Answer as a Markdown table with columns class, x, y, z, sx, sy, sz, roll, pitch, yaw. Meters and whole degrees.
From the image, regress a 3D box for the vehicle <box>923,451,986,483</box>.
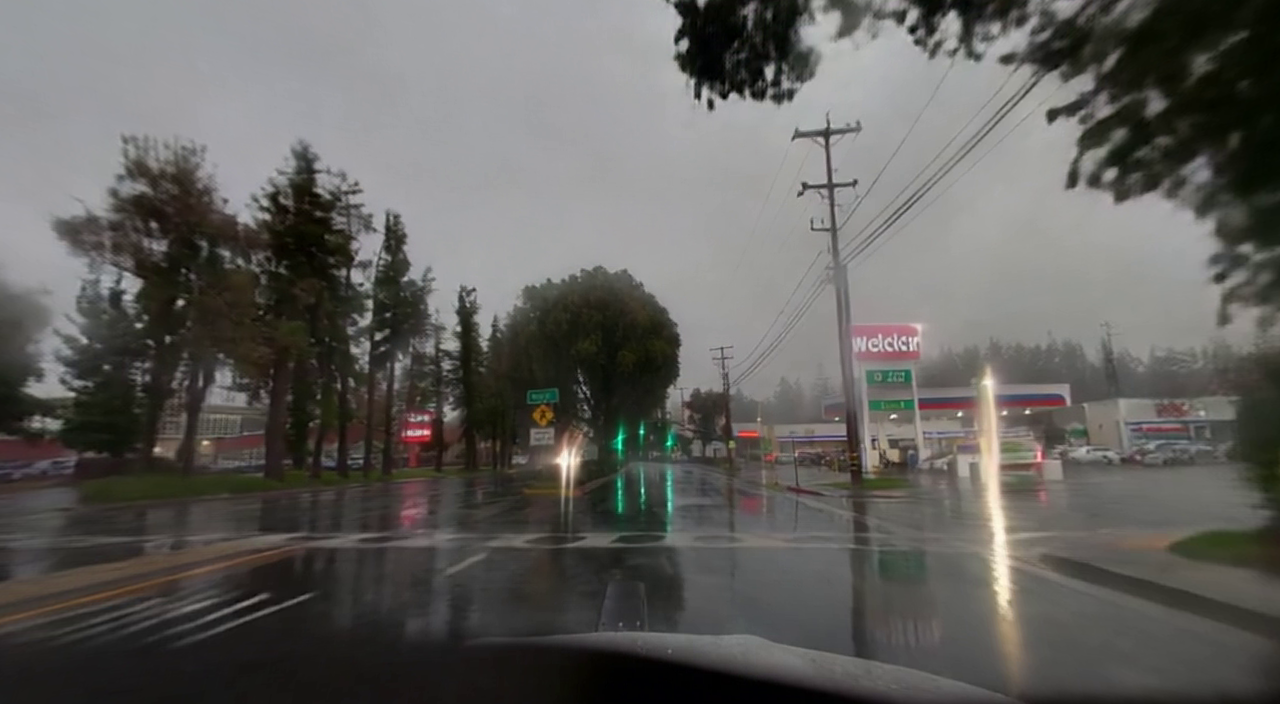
| class | x | y | z | sx | sy | sz | roll | pitch | yaw |
| --- | --- | --- | --- | --- | --- | --- | --- | --- | --- |
| vehicle | 19.501 | 7.116 | 39.403 | 2.041 | 1.674 | 4.301 | 3 | -8 | 4 |

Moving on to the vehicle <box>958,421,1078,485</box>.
| class | x | y | z | sx | sy | sz | roll | pitch | yaw |
| --- | --- | --- | --- | --- | --- | --- | --- | --- | --- |
| vehicle | 19.011 | 5.106 | 32.268 | 2.642 | 2.930 | 5.826 | -1 | -8 | 3 |

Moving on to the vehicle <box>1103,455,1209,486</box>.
| class | x | y | z | sx | sy | sz | roll | pitch | yaw |
| --- | --- | --- | --- | --- | --- | --- | --- | --- | --- |
| vehicle | 26.597 | 6.099 | 32.773 | 2.113 | 1.461 | 3.997 | 0 | -9 | 1 |
